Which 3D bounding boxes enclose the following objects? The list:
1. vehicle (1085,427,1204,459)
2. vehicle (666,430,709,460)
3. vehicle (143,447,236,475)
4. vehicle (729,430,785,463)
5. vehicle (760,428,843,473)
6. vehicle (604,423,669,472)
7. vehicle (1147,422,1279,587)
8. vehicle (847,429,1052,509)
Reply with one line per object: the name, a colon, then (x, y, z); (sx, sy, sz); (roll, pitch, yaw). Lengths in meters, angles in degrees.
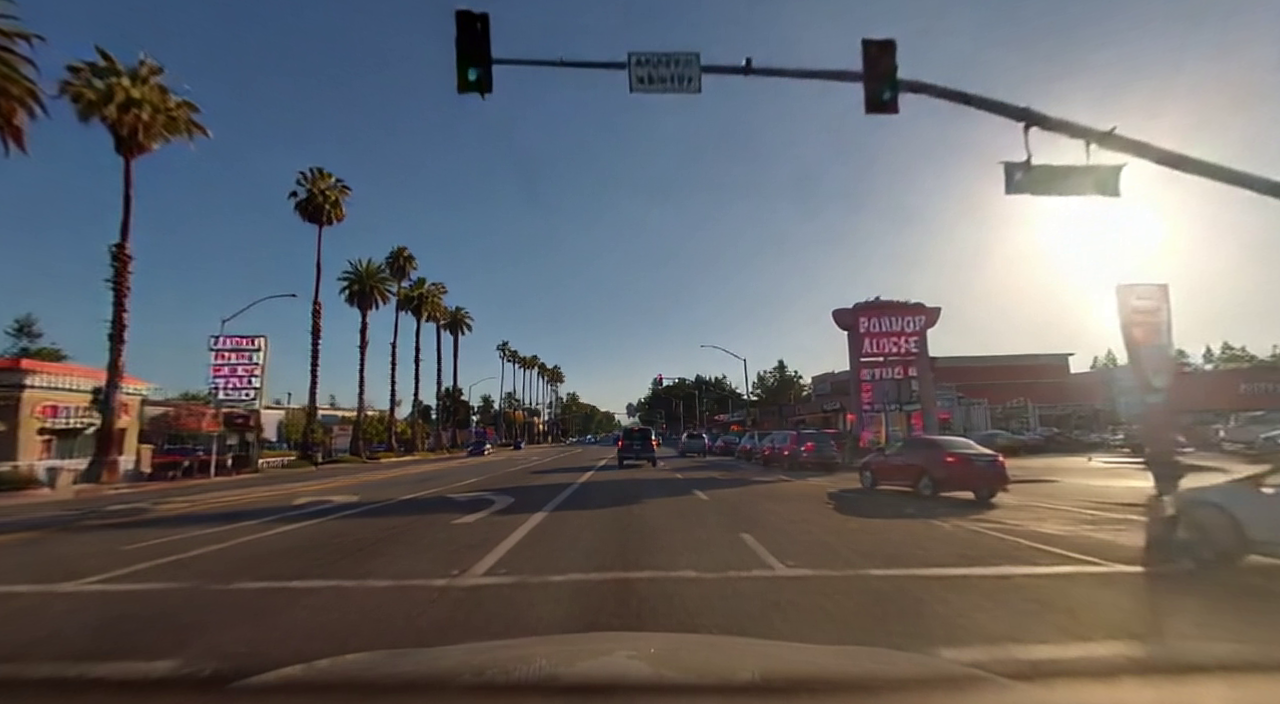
vehicle: (28.633, 5.174, 35.957); (4.839, 1.758, 2.257); (0, -8, -3)
vehicle: (2.913, 5.857, 39.854); (2.187, 1.777, 4.444); (0, -8, -2)
vehicle: (-27.884, 6.752, 39.238); (4.139, 1.702, 2.040); (0, -8, -2)
vehicle: (6.401, 5.258, 35.143); (2.001, 1.692, 4.800); (0, -8, -2)
vehicle: (6.526, 4.056, 26.167); (2.100, 1.675, 4.536); (0, -8, -2)
vehicle: (-0.170, 3.977, 26.364); (2.428, 1.816, 4.959); (0, -8, -1)
vehicle: (6.683, 1.241, 4.799); (1.902, 1.461, 4.428); (0, -8, -2)
vehicle: (6.603, 2.550, 14.339); (2.038, 1.476, 5.032); (0, -8, -1)
